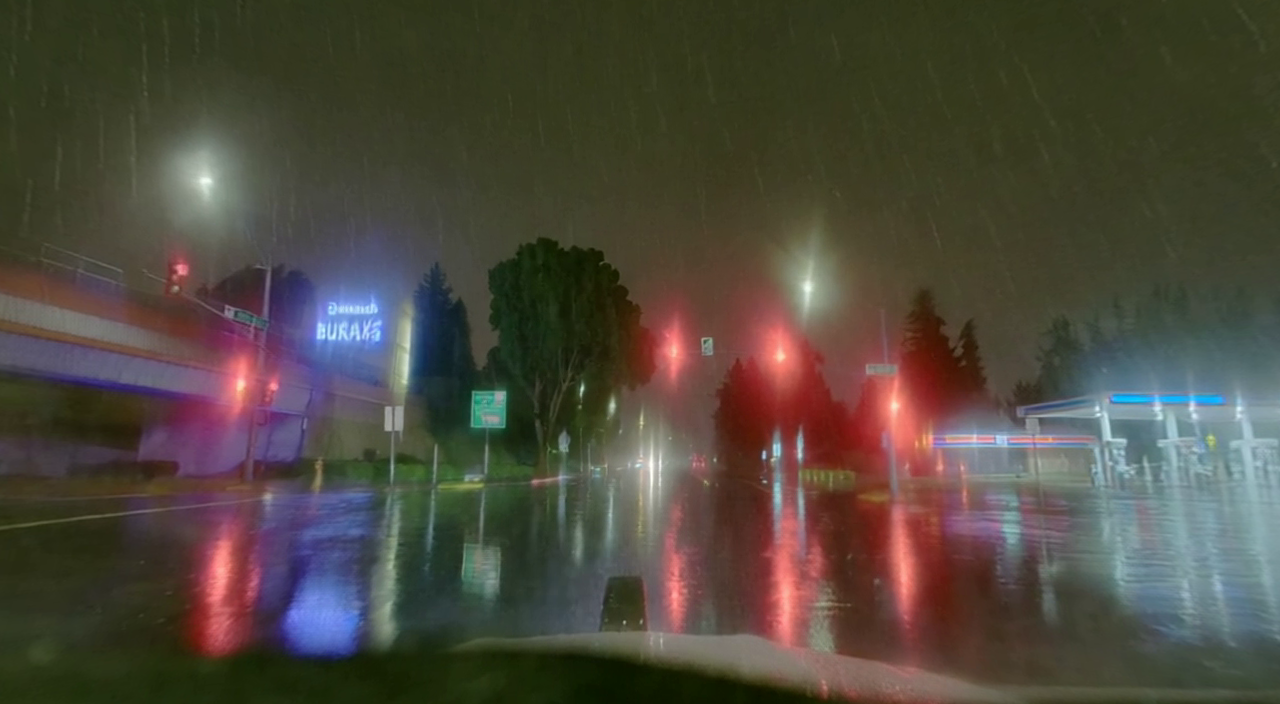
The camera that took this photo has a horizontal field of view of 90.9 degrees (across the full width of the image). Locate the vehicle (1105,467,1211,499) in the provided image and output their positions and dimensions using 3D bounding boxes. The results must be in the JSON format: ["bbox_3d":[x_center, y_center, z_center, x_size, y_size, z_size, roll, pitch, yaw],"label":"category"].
[{"bbox_3d":[28.034,7.071,34.319,1.897,1.466,4.211,1,-8,-6],"label":"vehicle"}]
